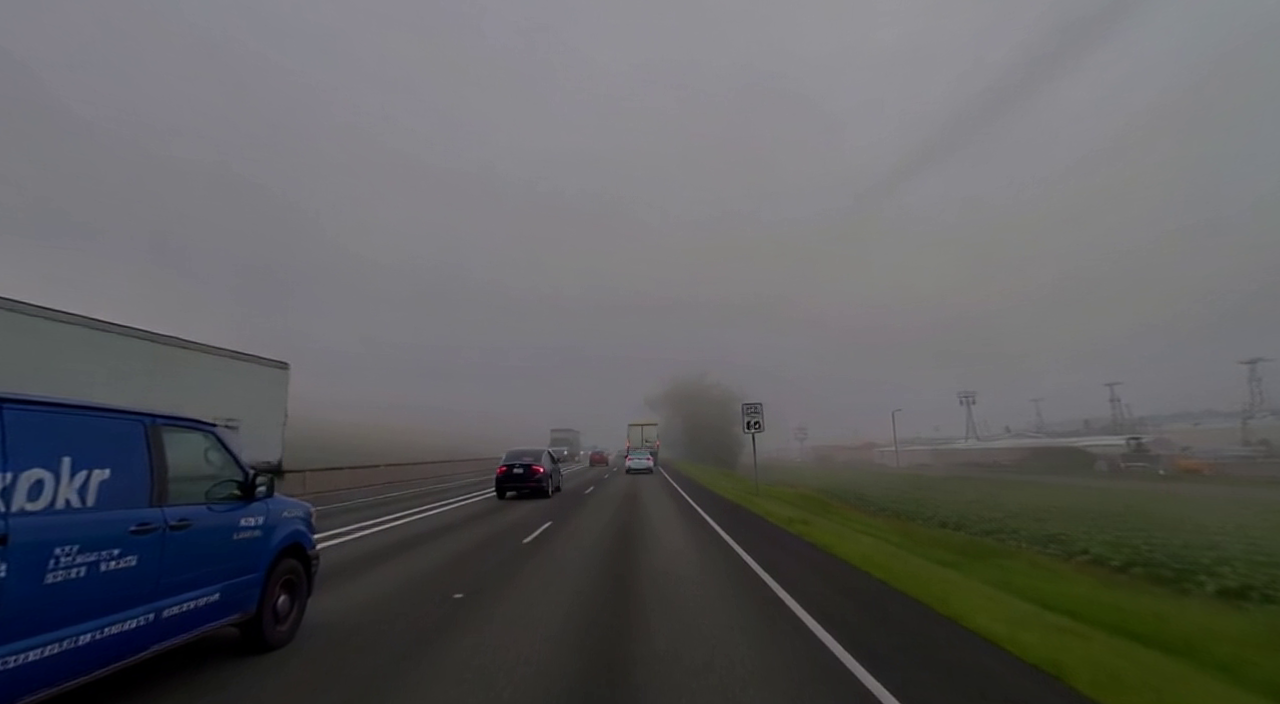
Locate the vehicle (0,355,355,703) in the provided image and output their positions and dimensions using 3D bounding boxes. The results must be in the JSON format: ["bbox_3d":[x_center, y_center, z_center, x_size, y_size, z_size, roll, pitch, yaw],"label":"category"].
[{"bbox_3d":[-3.259,0.923,2.511,2.117,1.688,4.582,0,-9,0],"label":"vehicle"}]

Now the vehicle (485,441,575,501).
[{"bbox_3d":[-3.189,3.522,19.116,1.937,1.600,4.141,0,-9,0],"label":"vehicle"}]

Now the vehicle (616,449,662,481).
[{"bbox_3d":[-0.058,5.378,30.306,2.095,1.393,3.908,0,-9,0],"label":"vehicle"}]
